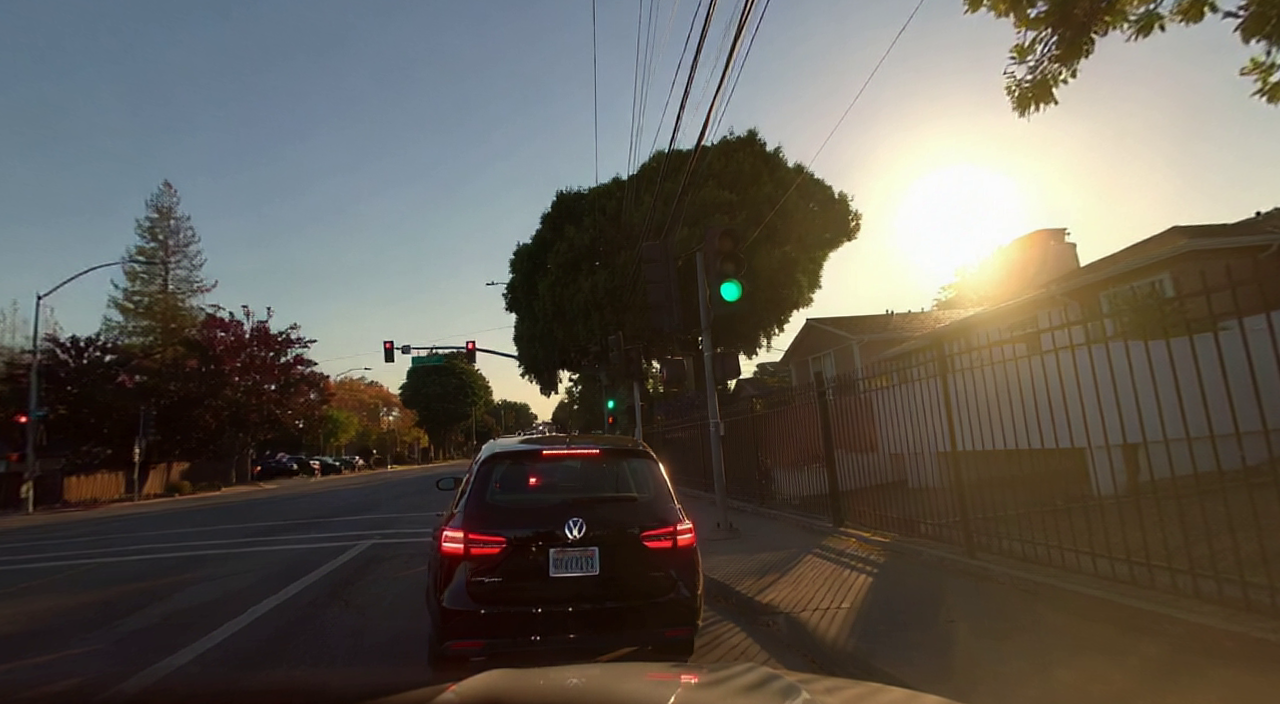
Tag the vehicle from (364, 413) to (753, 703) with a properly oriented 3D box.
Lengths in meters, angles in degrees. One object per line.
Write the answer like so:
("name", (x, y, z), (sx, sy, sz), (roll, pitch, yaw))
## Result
("vehicle", (-0.670, 1.361, 5.227), (2.024, 1.502, 3.702), (1, -9, -9))
